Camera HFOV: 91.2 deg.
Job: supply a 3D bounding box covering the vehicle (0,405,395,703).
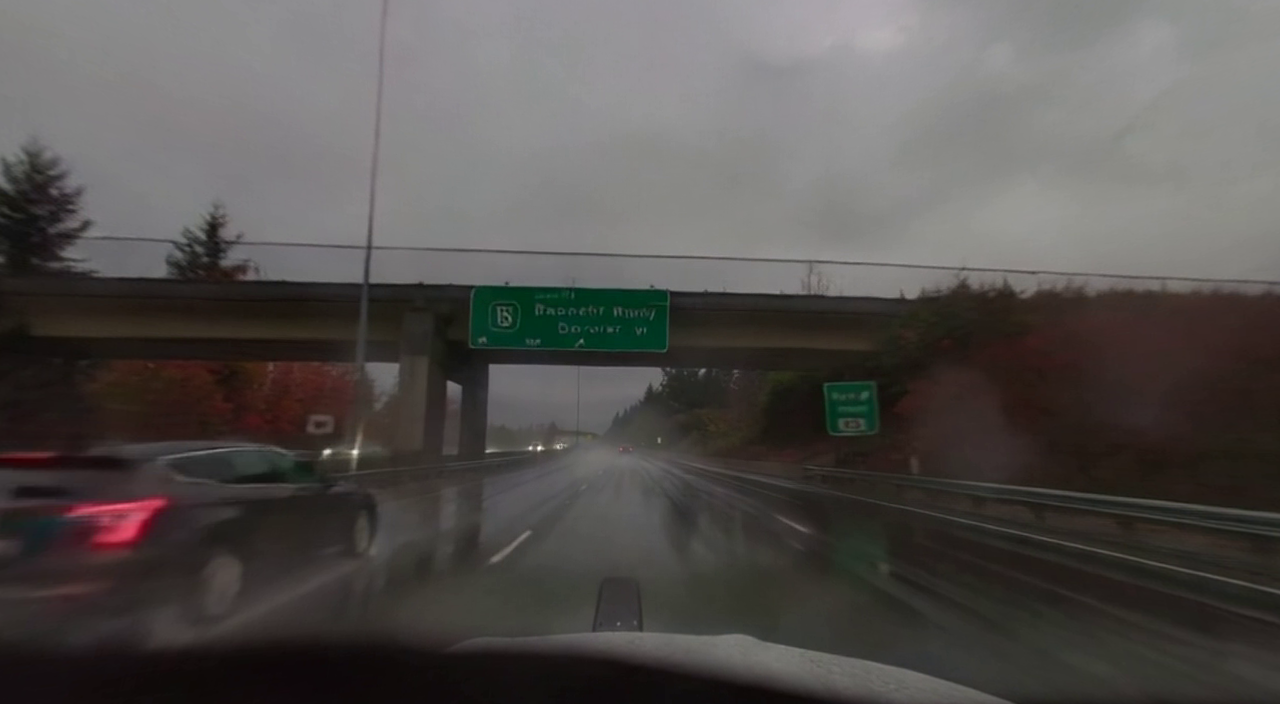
[{"bbox_3d":[-4.000,1.381,5.213,2.047,1.519,4.832,-1,-9,-1],"label":"vehicle"}]
